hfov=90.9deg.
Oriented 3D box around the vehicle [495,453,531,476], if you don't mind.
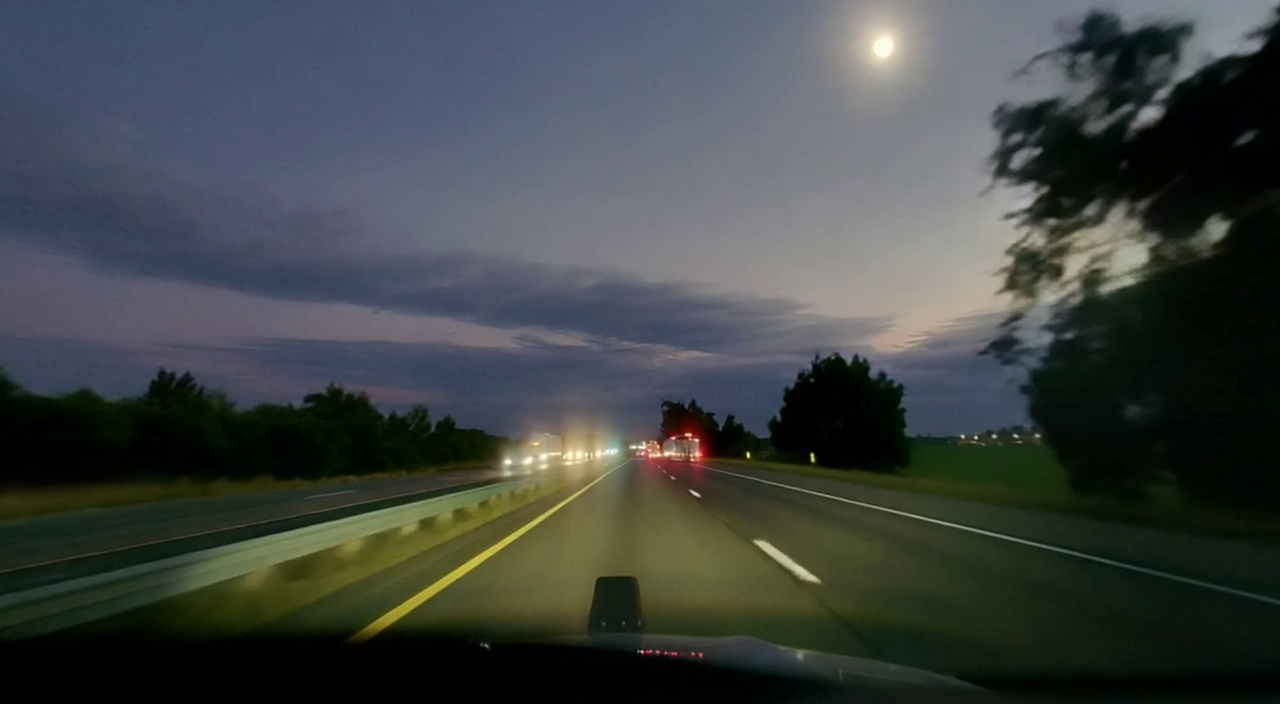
[{"bbox_3d":[-8.959,7.942,44.687,1.848,1.478,3.697,0,-9,0],"label":"vehicle"}]
